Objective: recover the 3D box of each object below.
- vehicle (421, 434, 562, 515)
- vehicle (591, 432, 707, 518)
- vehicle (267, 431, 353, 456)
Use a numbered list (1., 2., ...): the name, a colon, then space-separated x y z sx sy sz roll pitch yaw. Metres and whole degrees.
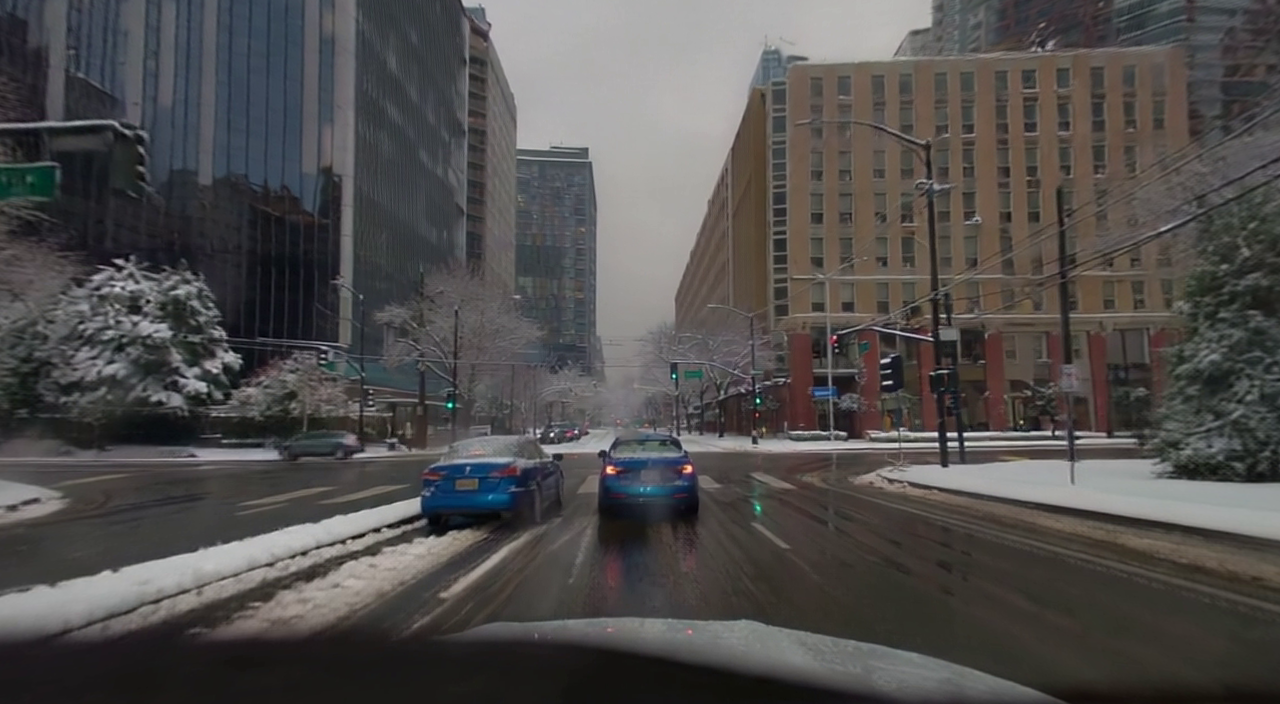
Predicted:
1. vehicle: -3.017 2.596 13.977 1.995 1.479 4.627 0 -8 0
2. vehicle: 0.129 2.417 12.940 2.016 1.478 3.795 0 -8 -1
3. vehicle: -21.337 5.960 41.075 4.533 1.520 1.887 2 -9 -13
